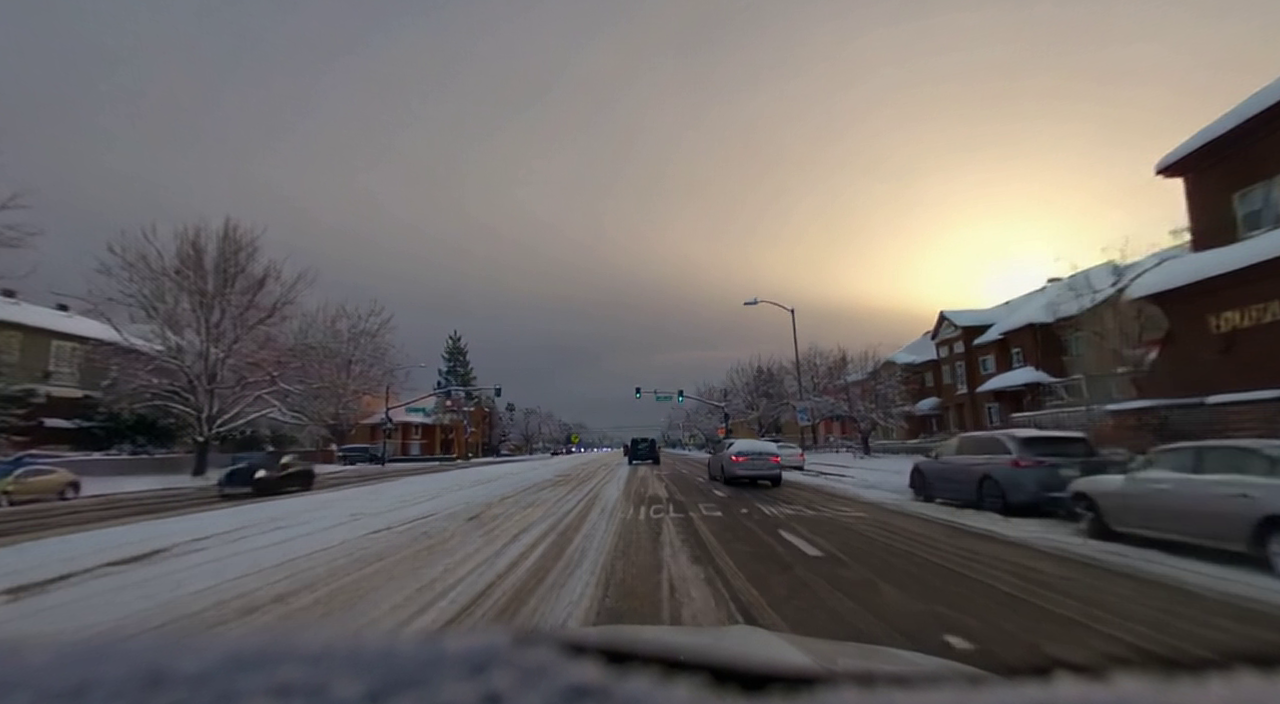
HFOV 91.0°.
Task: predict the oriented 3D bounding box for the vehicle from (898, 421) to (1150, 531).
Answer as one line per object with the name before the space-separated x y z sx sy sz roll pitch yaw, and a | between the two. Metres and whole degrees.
vehicle | 7.395 2.420 12.952 2.128 1.804 4.825 0 -8 0

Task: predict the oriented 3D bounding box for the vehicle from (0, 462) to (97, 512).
vehicle | -22.130 4.688 22.029 1.930 1.542 4.817 0 -8 0

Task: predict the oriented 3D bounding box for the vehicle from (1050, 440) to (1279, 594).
vehicle | 7.208 1.784 7.297 1.928 1.480 4.464 0 -8 1

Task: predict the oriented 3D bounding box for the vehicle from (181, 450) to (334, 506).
vehicle | -11.844 3.877 19.961 1.988 1.508 4.650 0 -8 -1

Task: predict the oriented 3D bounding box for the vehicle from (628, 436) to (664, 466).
vehicle | 0.377 6.472 41.405 2.239 1.856 4.815 0 -8 0

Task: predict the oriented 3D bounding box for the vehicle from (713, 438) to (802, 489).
vehicle | 3.848 3.722 21.430 2.178 1.546 4.311 0 -8 0
